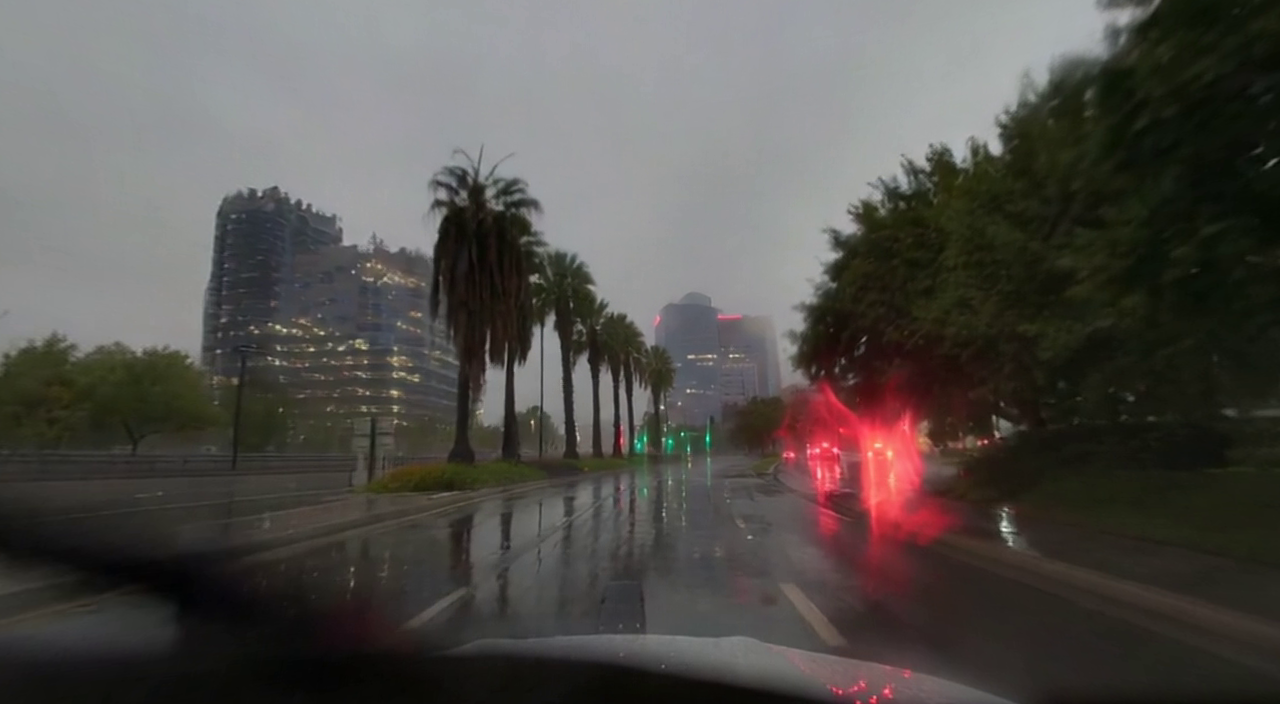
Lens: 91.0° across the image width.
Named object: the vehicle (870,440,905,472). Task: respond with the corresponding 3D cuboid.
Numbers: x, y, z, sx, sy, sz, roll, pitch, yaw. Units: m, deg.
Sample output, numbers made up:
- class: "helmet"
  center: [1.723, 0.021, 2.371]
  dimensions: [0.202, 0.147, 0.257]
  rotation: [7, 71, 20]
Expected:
- class: "vehicle"
  center: [18.946, 7.977, 48.239]
  dimensions: [2.219, 2.342, 1.744]
  rotation: [-1, -10, 14]
